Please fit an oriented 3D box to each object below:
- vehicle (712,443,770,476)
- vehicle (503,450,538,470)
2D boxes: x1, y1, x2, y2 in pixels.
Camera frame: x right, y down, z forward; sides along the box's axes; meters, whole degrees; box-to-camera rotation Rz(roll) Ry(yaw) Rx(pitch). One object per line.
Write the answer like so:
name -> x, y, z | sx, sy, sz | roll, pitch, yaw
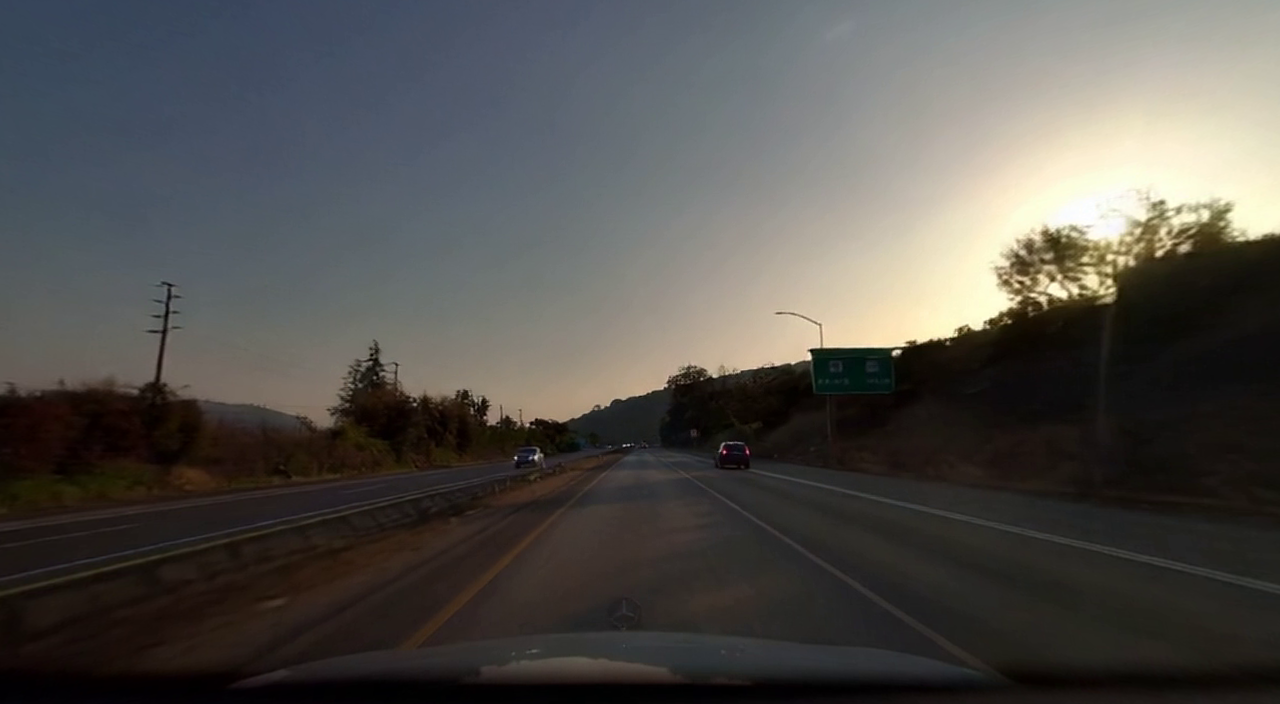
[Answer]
vehicle -> 4.576, 4.941, 28.994 | 1.923, 1.408, 3.835 | 0, -9, -1
vehicle -> -9.373, 8.476, 49.514 | 1.916, 1.467, 4.458 | 0, -9, 0
